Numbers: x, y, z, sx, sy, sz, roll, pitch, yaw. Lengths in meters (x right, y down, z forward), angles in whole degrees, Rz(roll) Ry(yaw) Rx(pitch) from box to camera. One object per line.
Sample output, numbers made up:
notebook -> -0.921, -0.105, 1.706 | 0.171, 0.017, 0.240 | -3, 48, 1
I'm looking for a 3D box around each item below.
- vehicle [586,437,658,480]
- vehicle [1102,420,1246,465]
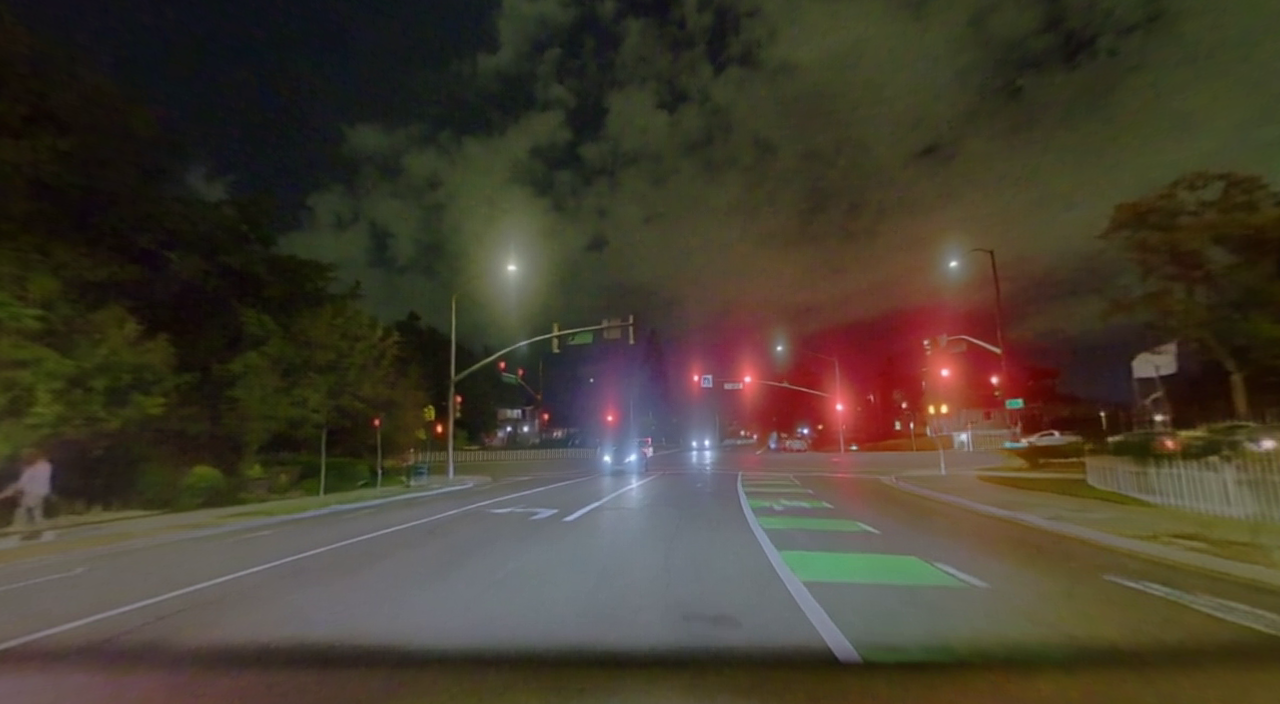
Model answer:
vehicle -> -0.582, 4.133, 24.765 | 1.904, 1.489, 4.746 | -2, -8, 10
vehicle -> 20.774, 3.556, 24.846 | 1.937, 1.474, 5.114 | -4, -8, 10
